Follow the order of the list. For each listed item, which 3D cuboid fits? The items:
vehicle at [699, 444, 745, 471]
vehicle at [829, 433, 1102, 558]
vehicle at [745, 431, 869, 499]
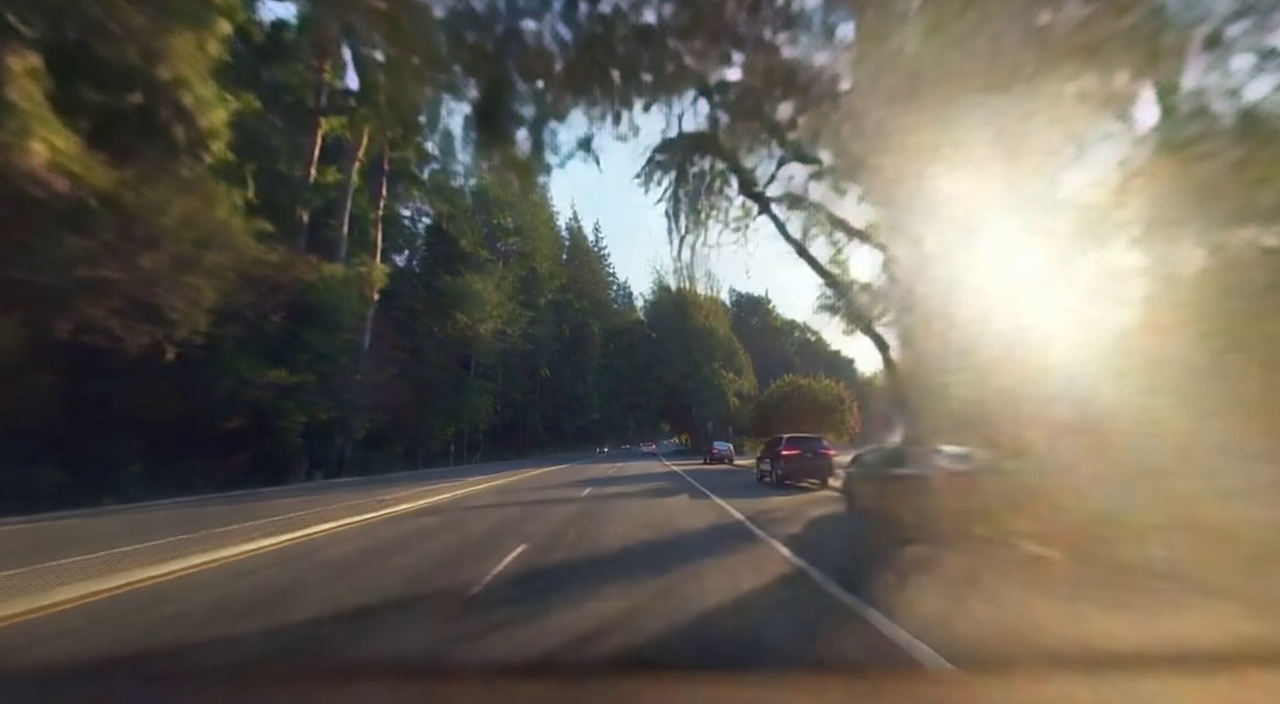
[{"bbox_3d":[4.850,6.324,38.015,2.184,1.496,4.615,0,-8,0],"label":"vehicle"},{"bbox_3d":[4.726,2.121,10.184,1.920,1.514,4.746,0,-8,1],"label":"vehicle"},{"bbox_3d":[4.687,3.258,18.628,2.205,1.728,4.855,0,-8,-1],"label":"vehicle"}]
